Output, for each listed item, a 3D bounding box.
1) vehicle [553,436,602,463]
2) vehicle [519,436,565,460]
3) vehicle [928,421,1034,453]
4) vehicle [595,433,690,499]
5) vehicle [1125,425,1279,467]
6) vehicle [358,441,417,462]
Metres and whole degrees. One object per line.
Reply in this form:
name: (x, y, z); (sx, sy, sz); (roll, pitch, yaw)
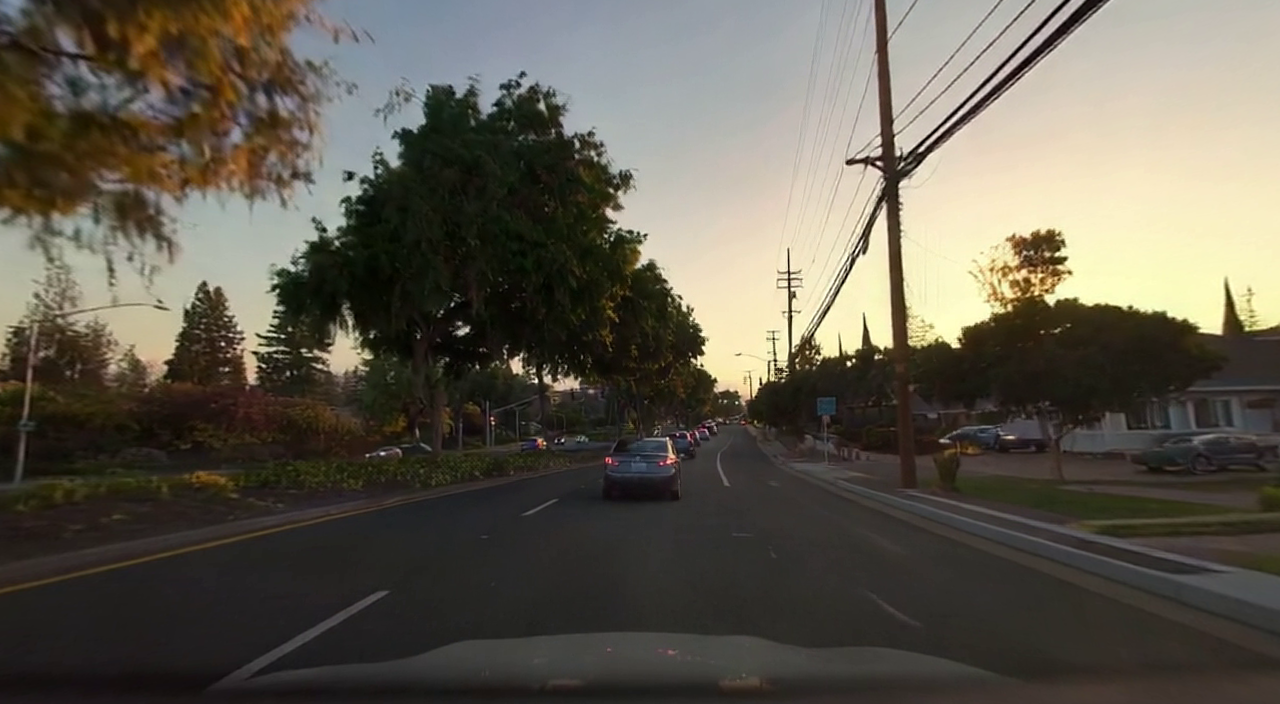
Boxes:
vehicle: (-3.684, 5.833, 37.876); (1.928, 1.493, 4.289); (-2, -9, 9)
vehicle: (-6.569, 6.501, 42.668); (1.983, 1.485, 4.159); (-1, -9, 7)
vehicle: (18.965, 4.783, 35.270); (4.739, 1.708, 1.976); (-1, -9, 7)
vehicle: (0.205, 2.875, 16.301); (2.117, 1.474, 4.036); (-1, -8, 5)
vehicle: (20.950, 3.472, 23.208); (4.497, 1.460, 1.851); (-1, -9, 4)
vehicle: (-19.601, 7.748, 49.137); (1.970, 1.546, 4.996); (-1, -9, 8)
